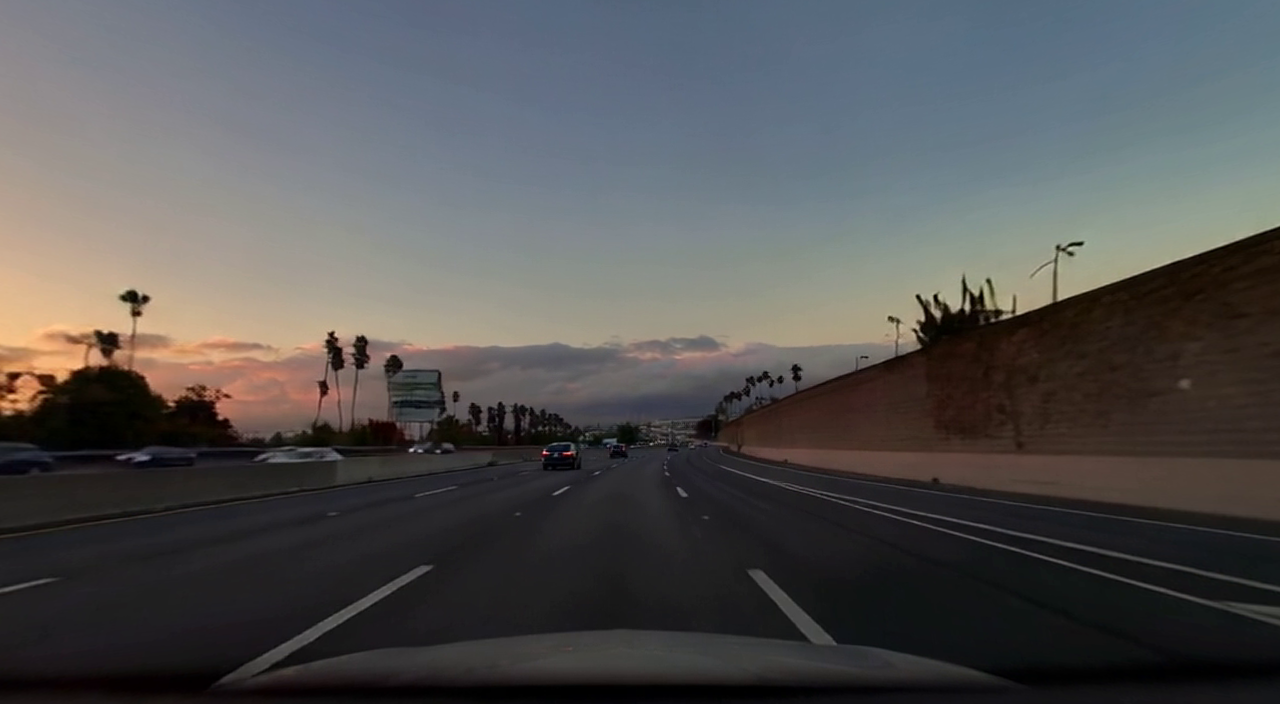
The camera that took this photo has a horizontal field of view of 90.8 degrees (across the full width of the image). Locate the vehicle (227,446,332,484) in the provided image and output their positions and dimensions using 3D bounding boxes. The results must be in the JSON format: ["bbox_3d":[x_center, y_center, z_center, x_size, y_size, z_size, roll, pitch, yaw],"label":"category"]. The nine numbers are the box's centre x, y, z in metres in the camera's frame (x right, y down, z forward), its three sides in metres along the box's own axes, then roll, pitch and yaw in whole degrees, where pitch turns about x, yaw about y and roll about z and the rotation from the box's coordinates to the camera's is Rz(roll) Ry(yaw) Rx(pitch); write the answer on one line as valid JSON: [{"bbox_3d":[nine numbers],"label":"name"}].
[{"bbox_3d":[-14.541,4.565,25.776,1.961,1.413,3.799,-1,-8,2],"label":"vehicle"}]

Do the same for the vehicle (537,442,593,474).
[{"bbox_3d":[-3.695,5.326,32.031,2.078,1.457,4.648,-1,-8,3],"label":"vehicle"}]
